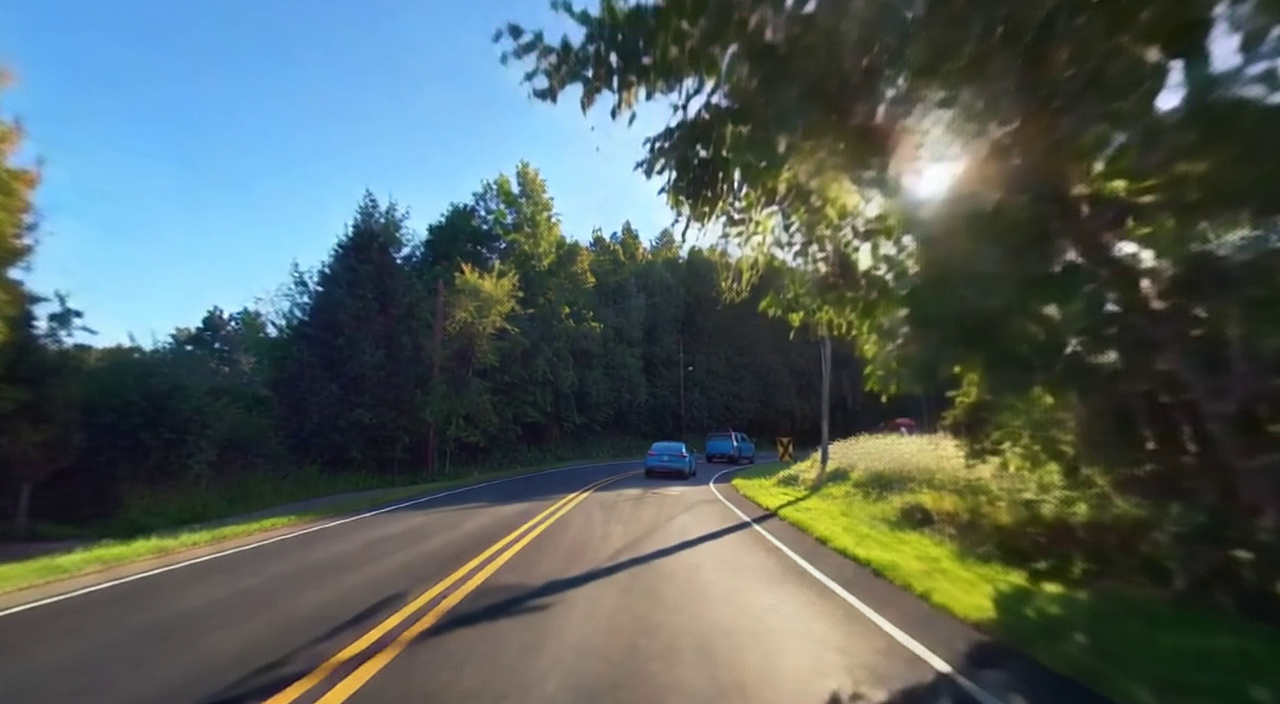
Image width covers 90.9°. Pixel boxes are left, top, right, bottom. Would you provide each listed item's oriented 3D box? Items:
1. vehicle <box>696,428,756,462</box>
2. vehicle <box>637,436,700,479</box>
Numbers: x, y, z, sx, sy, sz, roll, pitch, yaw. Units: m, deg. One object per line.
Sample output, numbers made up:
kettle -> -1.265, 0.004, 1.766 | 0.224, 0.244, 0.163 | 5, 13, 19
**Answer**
vehicle -> 5.939, 6.320, 42.741 | 2.376, 2.145, 5.953 | -4, -9, 24
vehicle -> 1.254, 4.307, 25.989 | 2.157, 1.565, 4.243 | -1, -8, 8
